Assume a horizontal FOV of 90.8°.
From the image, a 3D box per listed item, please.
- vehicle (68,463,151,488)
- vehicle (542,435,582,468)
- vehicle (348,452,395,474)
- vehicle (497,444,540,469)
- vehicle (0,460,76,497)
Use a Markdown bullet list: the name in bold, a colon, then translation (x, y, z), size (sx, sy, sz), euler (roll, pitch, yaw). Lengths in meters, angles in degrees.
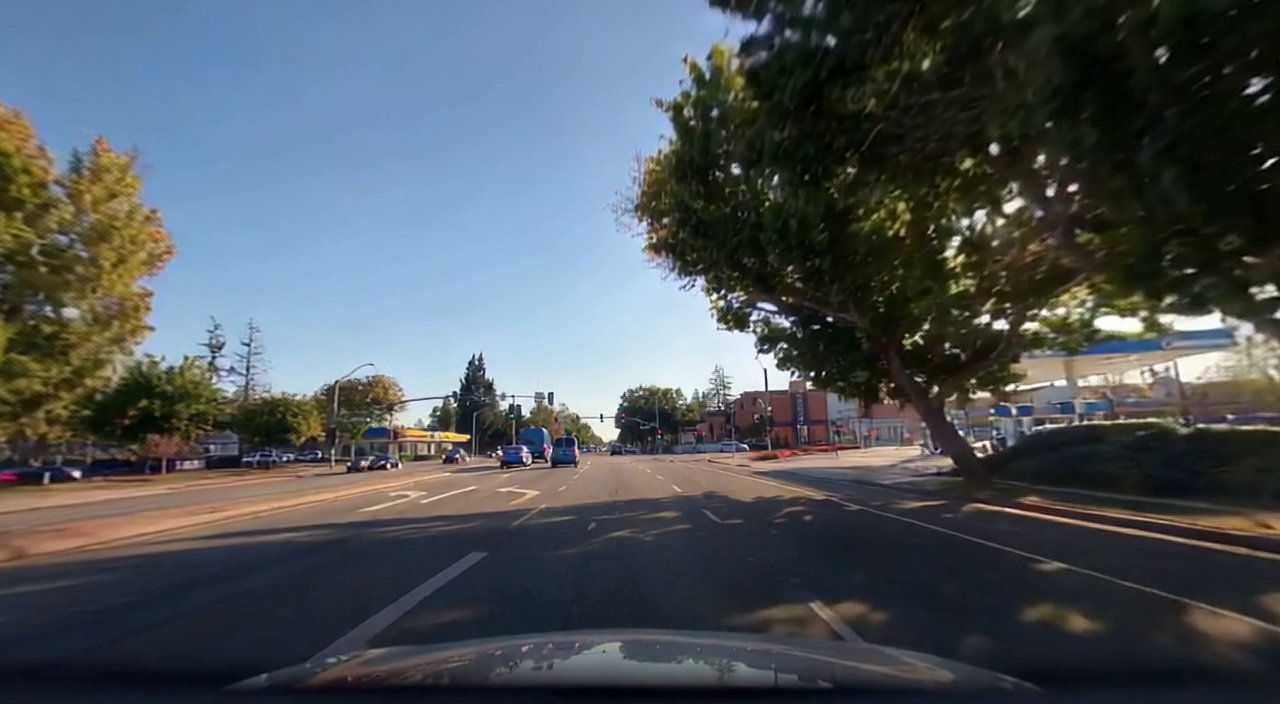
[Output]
- **vehicle**: translation (-32.901, 7.649, 39.260), size (3.465, 1.474, 1.815), euler (0, -9, 0)
- **vehicle**: translation (-5.062, 6.578, 41.754), size (2.206, 2.007, 5.190), euler (0, -9, -3)
- **vehicle**: translation (-21.035, 8.682, 49.624), size (1.930, 1.659, 4.364), euler (0, -9, -2)
- **vehicle**: translation (-7.652, 6.620, 40.182), size (1.993, 1.490, 4.768), euler (0, -9, -2)
- **vehicle**: translation (-31.682, 6.280, 31.548), size (4.878, 1.709, 2.152), euler (0, -9, 0)
